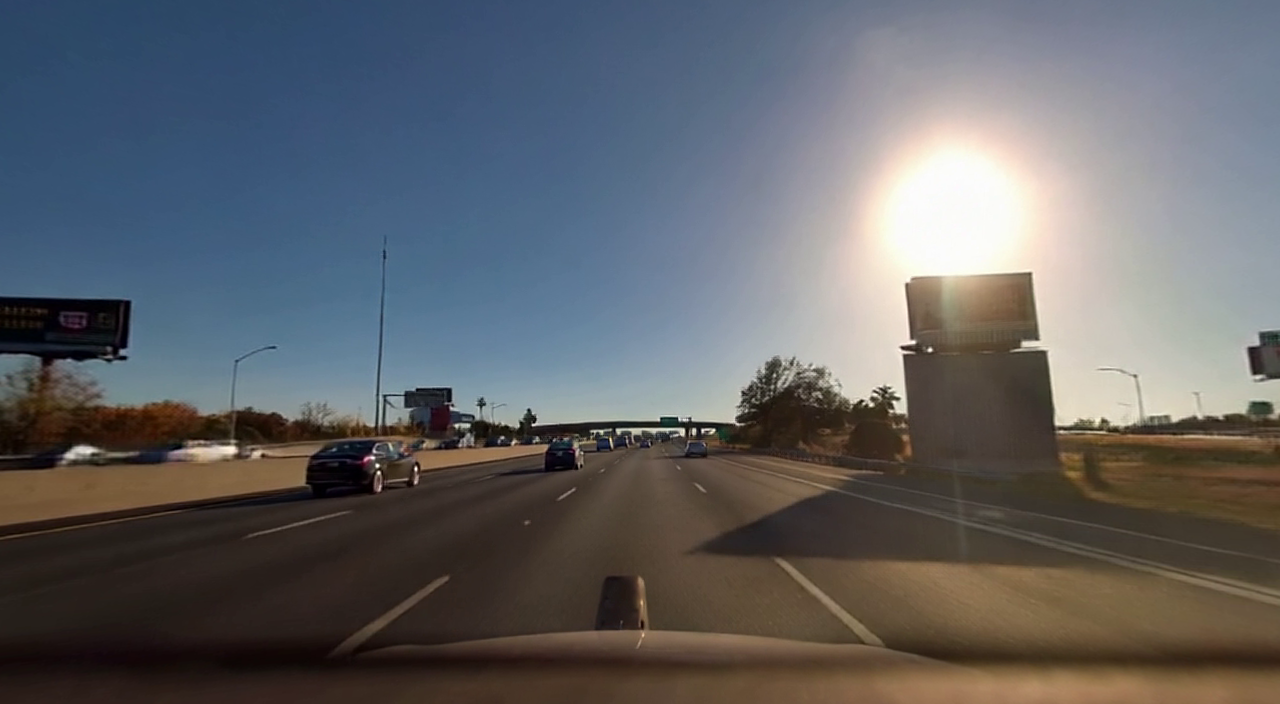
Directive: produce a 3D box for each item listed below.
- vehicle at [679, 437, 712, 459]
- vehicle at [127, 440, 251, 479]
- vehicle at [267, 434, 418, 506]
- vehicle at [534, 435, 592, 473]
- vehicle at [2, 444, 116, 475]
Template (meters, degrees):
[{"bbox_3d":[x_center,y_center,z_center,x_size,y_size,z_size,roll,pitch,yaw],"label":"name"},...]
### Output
[{"bbox_3d":[4.198,7.401,48.446,2.135,1.532,4.506,0,-9,0],"label":"vehicle"},{"bbox_3d":[-19.662,4.684,27.751,1.906,1.534,4.695,0,-9,1],"label":"vehicle"},{"bbox_3d":[-7.098,2.842,15.478,1.865,1.518,3.620,0,-9,1],"label":"vehicle"},{"bbox_3d":[-3.384,4.580,28.418,2.001,1.577,4.055,0,-9,1],"label":"vehicle"},{"bbox_3d":[-31.082,5.738,33.886,1.876,1.532,4.388,0,-9,1],"label":"vehicle"}]
